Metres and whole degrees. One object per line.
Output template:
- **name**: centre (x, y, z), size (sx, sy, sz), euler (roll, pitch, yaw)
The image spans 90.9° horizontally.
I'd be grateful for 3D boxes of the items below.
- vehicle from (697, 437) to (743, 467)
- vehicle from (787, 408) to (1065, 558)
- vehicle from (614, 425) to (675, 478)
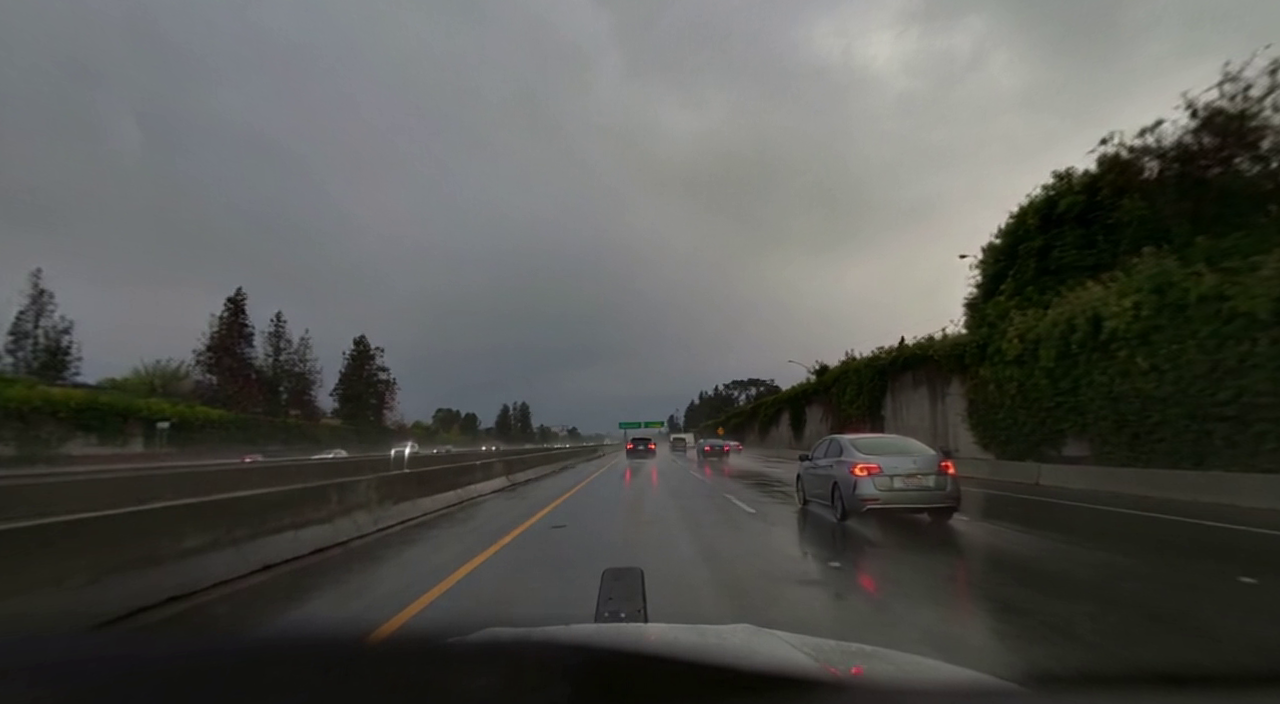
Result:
- **vehicle**: centre (4.220, 5.349, 33.784), size (1.825, 1.487, 4.034), euler (0, -8, -1)
- **vehicle**: centre (3.745, 1.788, 9.359), size (2.003, 1.661, 4.418), euler (0, -8, 0)
- **vehicle**: centre (0.159, 3.877, 24.761), size (2.189, 1.852, 4.038), euler (0, -8, 0)
